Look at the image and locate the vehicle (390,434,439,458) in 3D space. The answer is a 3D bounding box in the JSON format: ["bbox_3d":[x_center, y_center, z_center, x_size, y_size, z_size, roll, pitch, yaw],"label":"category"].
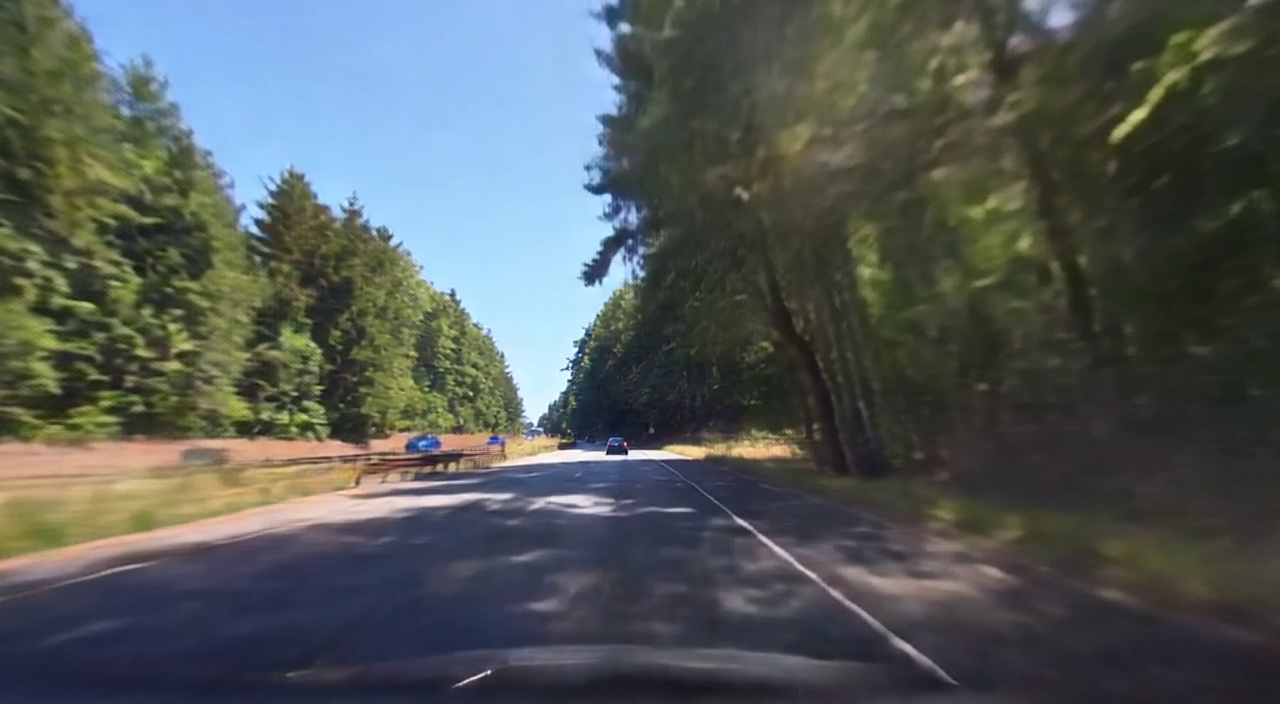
[{"bbox_3d":[-16.016,6.684,44.864,1.989,1.617,4.293,-1,-8,-2],"label":"vehicle"}]
